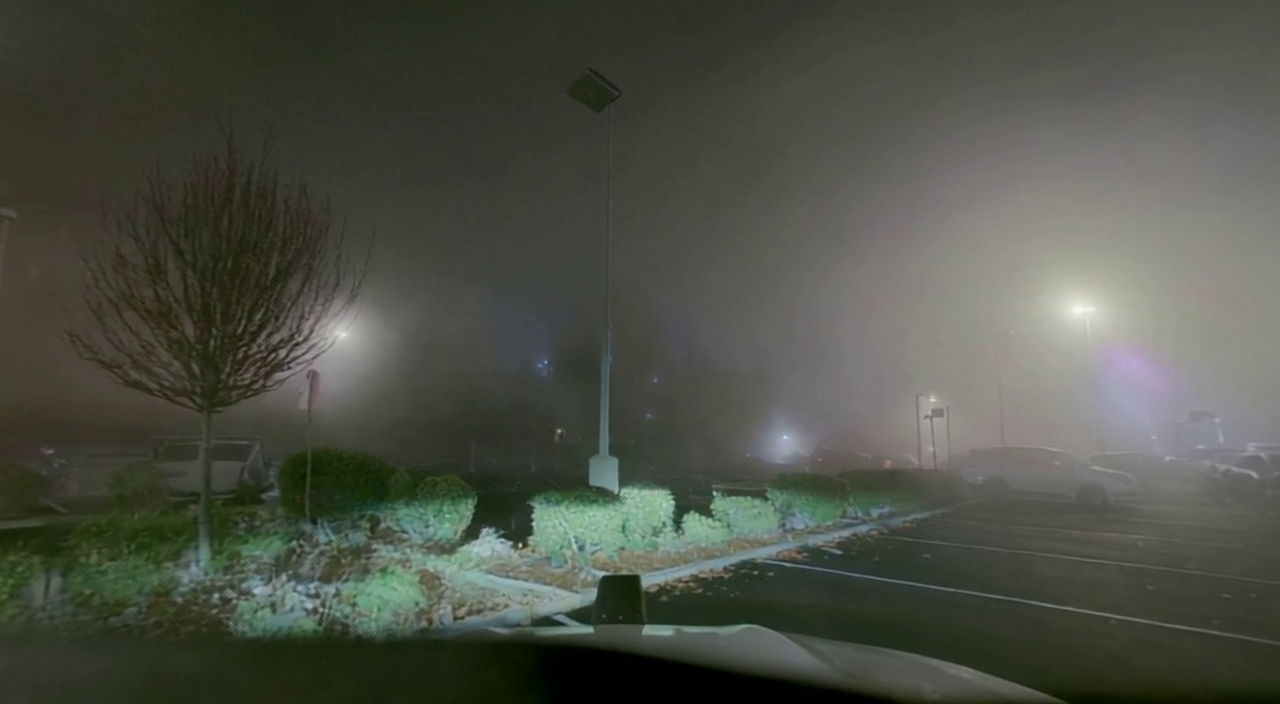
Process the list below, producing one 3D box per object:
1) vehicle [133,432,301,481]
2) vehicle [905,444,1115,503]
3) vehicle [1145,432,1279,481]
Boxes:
[{"bbox_3d":[-15.611,3.862,23.575,1.921,1.632,4.752,-7,-11,41],"label":"vehicle"},{"bbox_3d":[10.357,3.352,17.945,4.772,1.441,1.976,-8,-11,41],"label":"vehicle"},{"bbox_3d":[22.982,4.057,24.579,4.939,1.664,2.055,-9,-10,41],"label":"vehicle"}]
